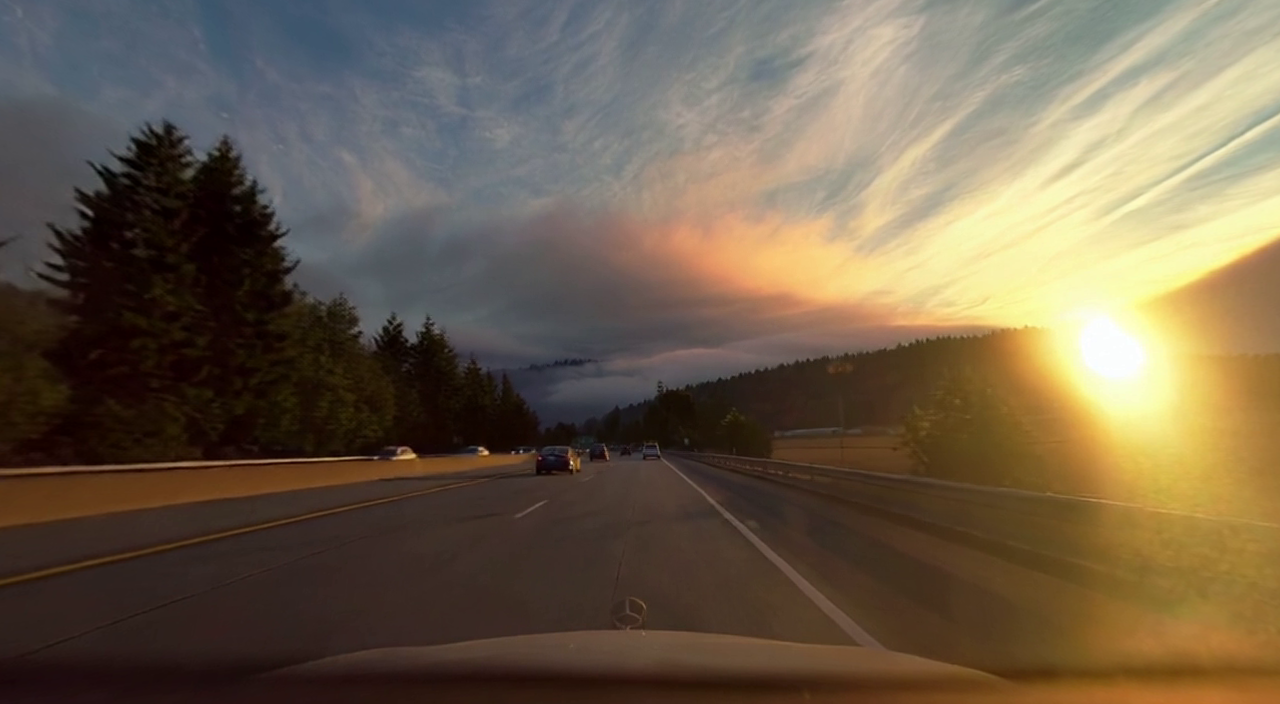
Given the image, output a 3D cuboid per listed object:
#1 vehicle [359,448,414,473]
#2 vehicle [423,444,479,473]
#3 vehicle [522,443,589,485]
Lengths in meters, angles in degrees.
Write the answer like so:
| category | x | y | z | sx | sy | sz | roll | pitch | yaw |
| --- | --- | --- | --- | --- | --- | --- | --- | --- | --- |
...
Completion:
| category | x | y | z | sx | sy | sz | roll | pitch | yaw |
| --- | --- | --- | --- | --- | --- | --- | --- | --- | --- |
| vehicle | -16.813 | 7.212 | 41.927 | 1.905 | 1.558 | 4.016 | -1 | -9 | 1 |
| vehicle | -12.328 | 7.002 | 41.499 | 1.954 | 1.742 | 5.517 | 0 | -9 | 0 |
| vehicle | -3.195 | 4.345 | 24.735 | 1.970 | 1.483 | 4.097 | -1 | -9 | 2 |
